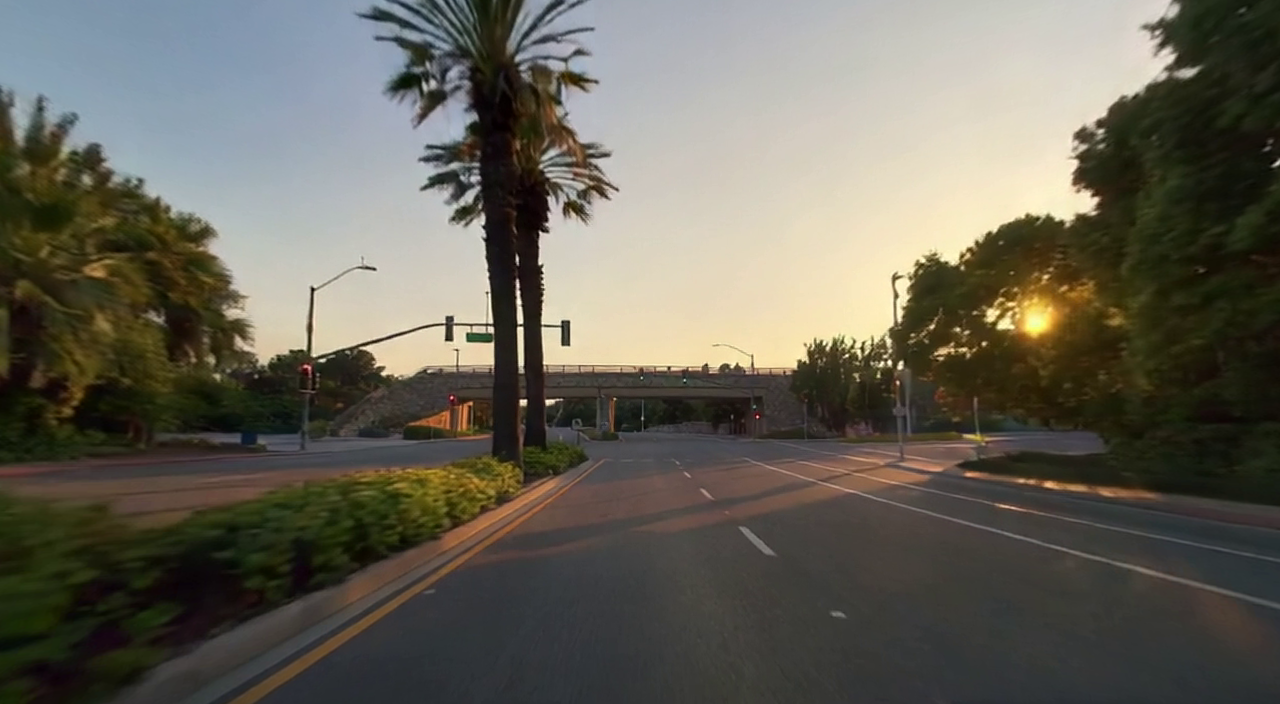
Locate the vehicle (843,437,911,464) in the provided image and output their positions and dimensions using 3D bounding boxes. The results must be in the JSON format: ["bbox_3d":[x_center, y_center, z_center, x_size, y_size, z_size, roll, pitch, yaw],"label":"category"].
[{"bbox_3d":[13.681,5.642,36.248,1.982,1.436,4.556,-8,-12,42],"label":"vehicle"}]
